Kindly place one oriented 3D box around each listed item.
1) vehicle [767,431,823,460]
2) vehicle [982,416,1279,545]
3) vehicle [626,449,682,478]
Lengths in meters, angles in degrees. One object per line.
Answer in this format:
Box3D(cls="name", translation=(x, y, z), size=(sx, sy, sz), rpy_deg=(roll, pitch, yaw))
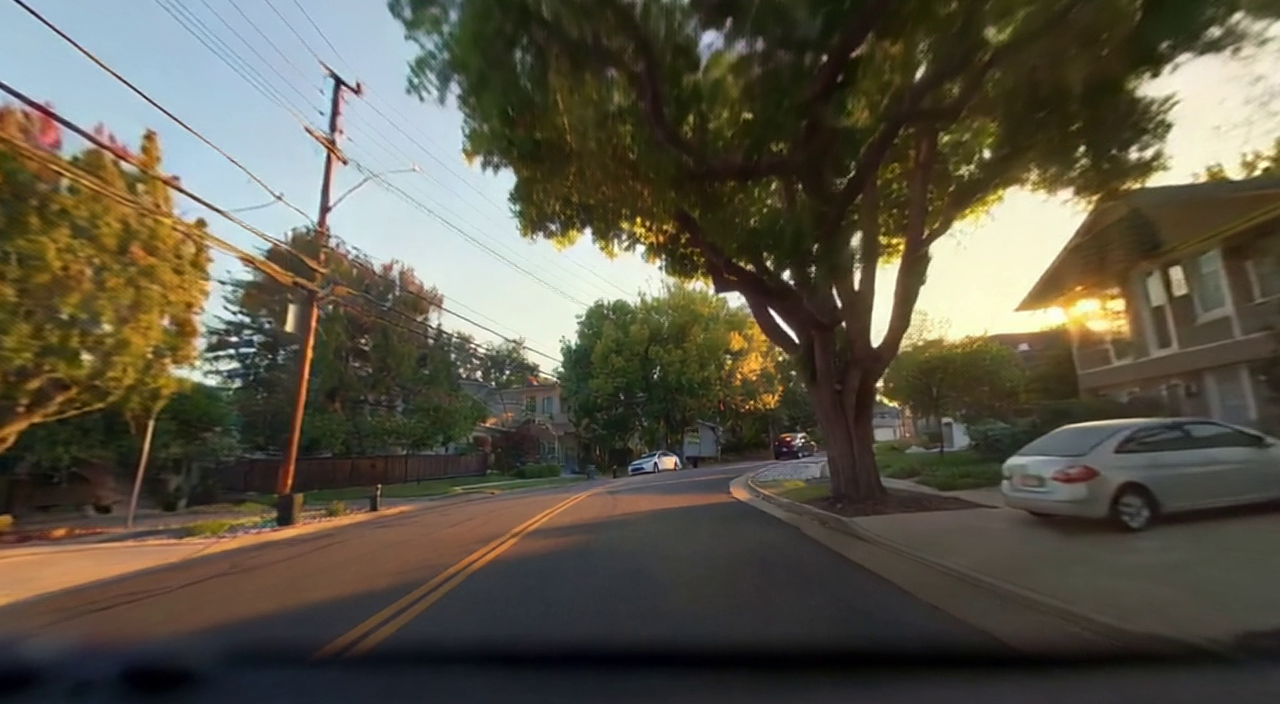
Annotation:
Box3D(cls="vehicle", translation=(11.250, 6.723, 45.572), size=(2.086, 1.974, 4.890), rpy_deg=(-6, -10, 36))
Box3D(cls="vehicle", translation=(7.710, 1.889, 9.640), size=(3.846, 1.725, 1.920), rpy_deg=(0, -8, -3))
Box3D(cls="vehicle", translation=(1.069, 8.109, 46.180), size=(2.039, 1.949, 4.511), rpy_deg=(-5, -10, 32))
